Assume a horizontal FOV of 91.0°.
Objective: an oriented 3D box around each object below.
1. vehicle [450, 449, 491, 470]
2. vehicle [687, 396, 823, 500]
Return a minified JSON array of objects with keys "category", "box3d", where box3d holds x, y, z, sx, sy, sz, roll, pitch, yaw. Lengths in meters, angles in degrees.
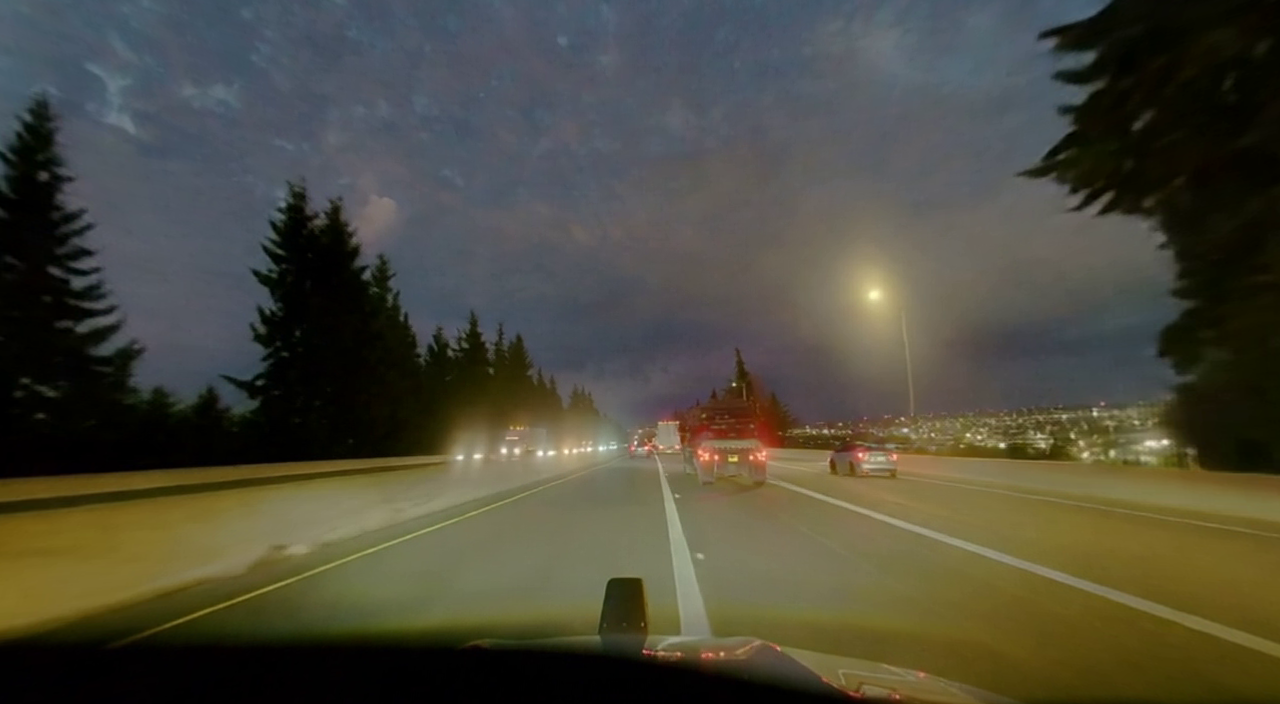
[{"category":"vehicle","box3d":[-12.449,7.919,46.501,1.737,1.450,4.343,0,-8,1]},{"category":"vehicle","box3d":[2.948,2.725,18.072,2.677,2.439,6.402,0,-8,0]}]
